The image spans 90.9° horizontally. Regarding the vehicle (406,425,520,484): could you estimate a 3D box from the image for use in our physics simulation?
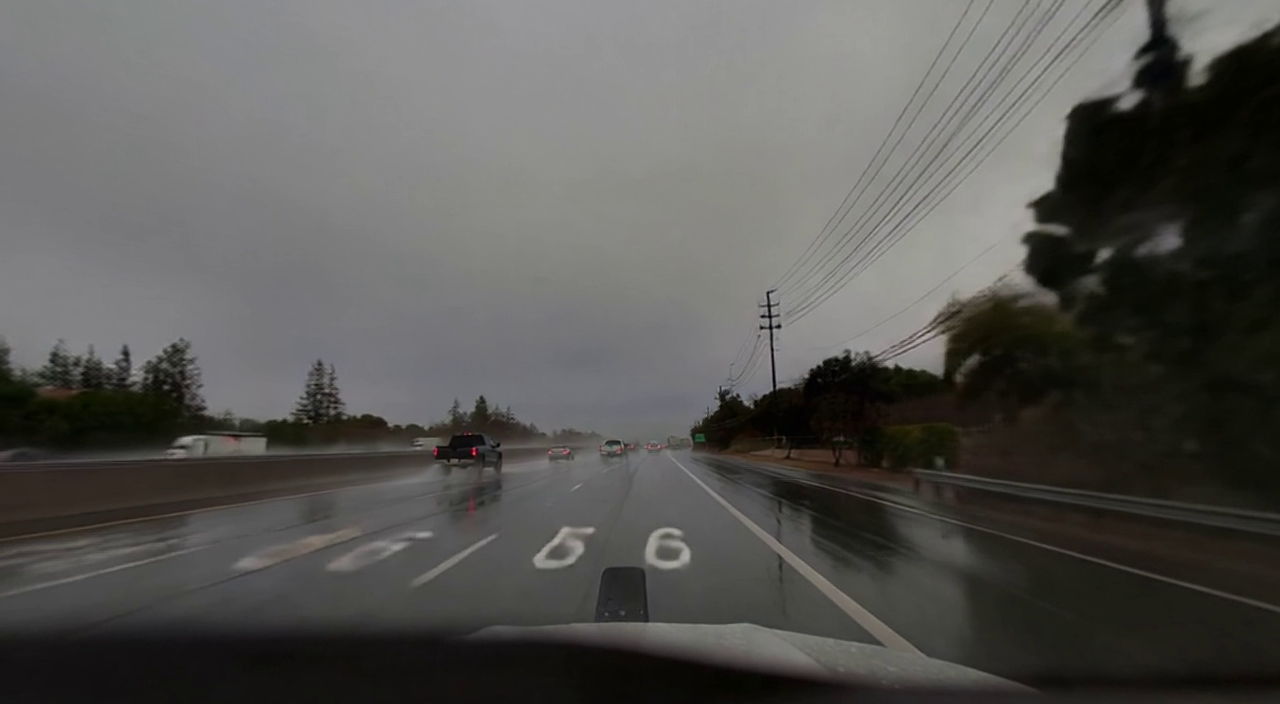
[{"bbox_3d":[-6.679,3.965,24.837,2.460,1.992,6.474,0,-8,1],"label":"vehicle"}]

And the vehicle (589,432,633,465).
[{"bbox_3d":[-1.881,6.500,42.627,2.448,2.025,5.193,-1,-8,3],"label":"vehicle"}]
